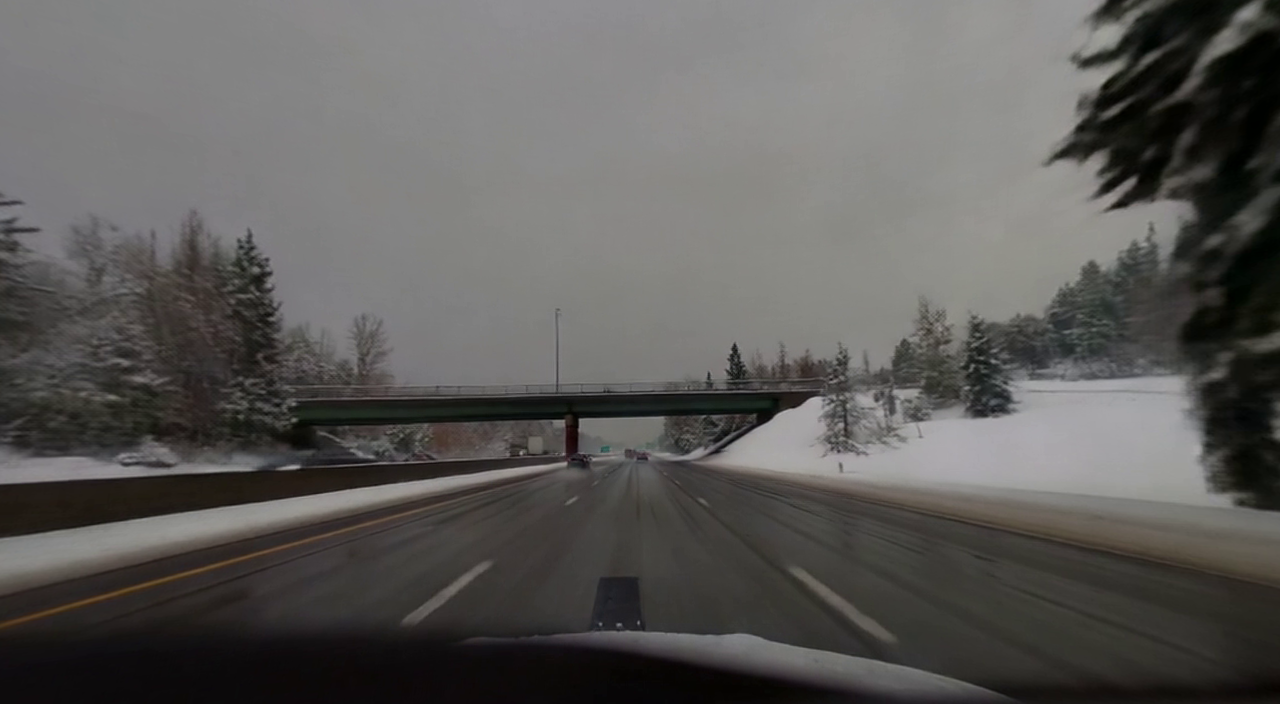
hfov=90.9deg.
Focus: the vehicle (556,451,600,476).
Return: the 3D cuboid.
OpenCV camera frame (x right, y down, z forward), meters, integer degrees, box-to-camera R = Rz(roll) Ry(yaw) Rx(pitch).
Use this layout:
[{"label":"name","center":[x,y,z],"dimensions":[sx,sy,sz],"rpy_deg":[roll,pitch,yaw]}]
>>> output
[{"label":"vehicle","center":[-3.813,6.979,39.663],"dimensions":[2.293,1.462,4.452],"rpy_deg":[0,-9,0]}]
